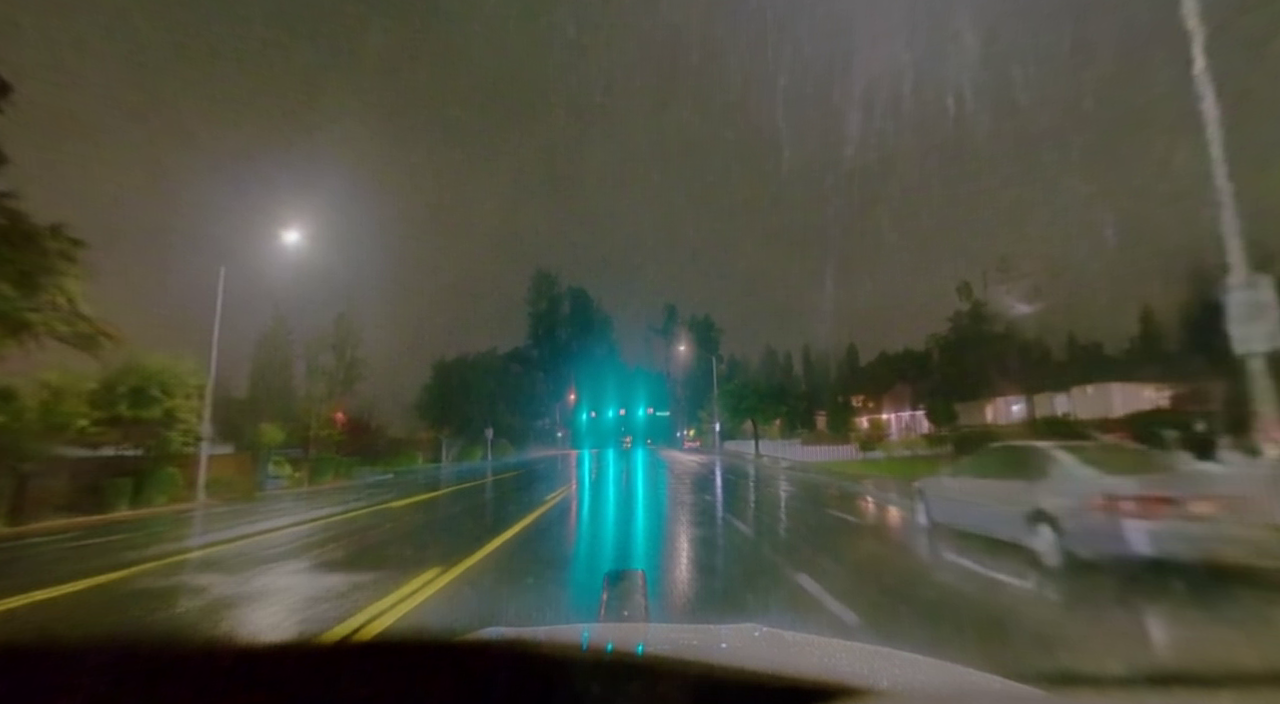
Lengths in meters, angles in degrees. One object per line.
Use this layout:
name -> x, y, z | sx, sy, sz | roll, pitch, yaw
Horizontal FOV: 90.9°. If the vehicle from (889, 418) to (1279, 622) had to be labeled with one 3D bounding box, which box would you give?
vehicle -> 4.783, 1.575, 7.083 | 1.995, 1.472, 4.884 | 0, -8, 0
